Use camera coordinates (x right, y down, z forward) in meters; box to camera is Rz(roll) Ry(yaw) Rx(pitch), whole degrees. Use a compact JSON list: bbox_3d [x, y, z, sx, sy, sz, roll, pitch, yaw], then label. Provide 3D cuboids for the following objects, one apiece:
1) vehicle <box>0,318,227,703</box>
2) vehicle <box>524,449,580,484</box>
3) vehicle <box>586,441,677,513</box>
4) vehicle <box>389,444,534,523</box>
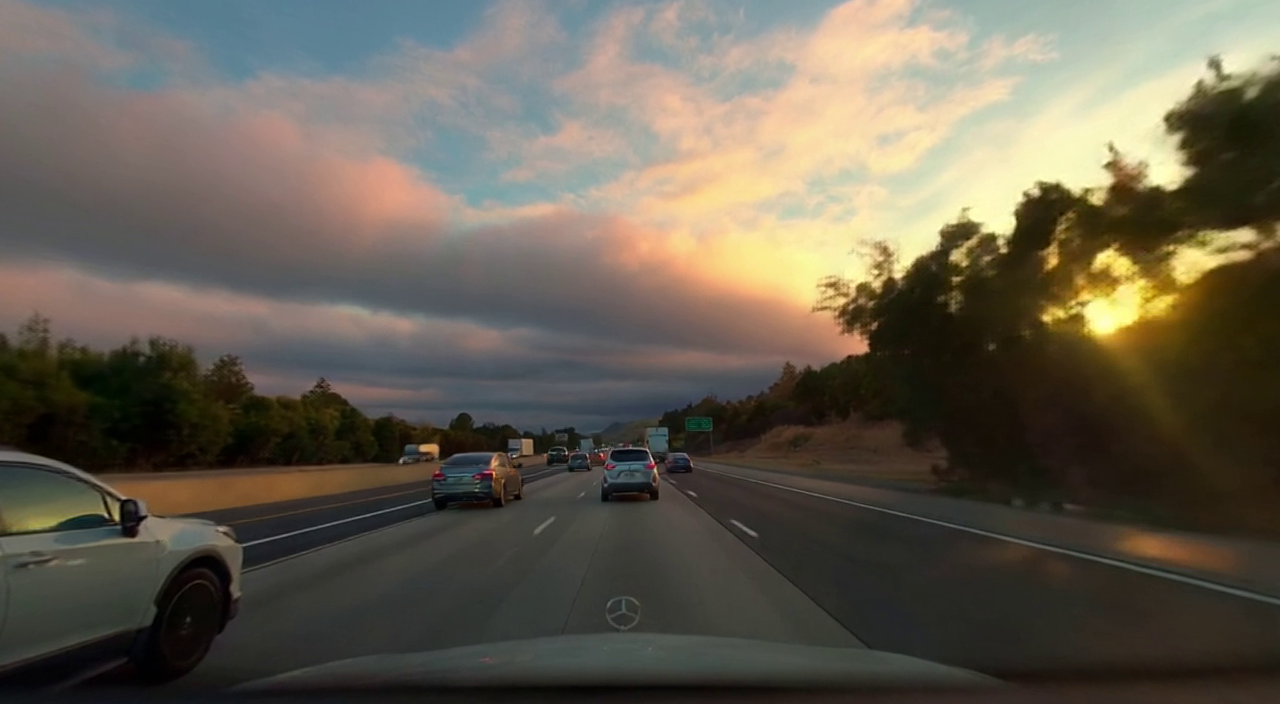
[{"bbox_3d":[-3.955,0.638,1.713,2.243,1.889,4.949,0,-9,1],"label":"vehicle"},{"bbox_3d":[-4.044,5.327,29.666,1.999,1.484,4.269,0,-9,1],"label":"vehicle"},{"bbox_3d":[-0.187,3.046,15.737,1.996,1.574,3.426,0,-9,0],"label":"vehicle"},{"bbox_3d":[-3.806,2.882,14.407,1.988,1.501,4.438,0,-9,0],"label":"vehicle"}]
